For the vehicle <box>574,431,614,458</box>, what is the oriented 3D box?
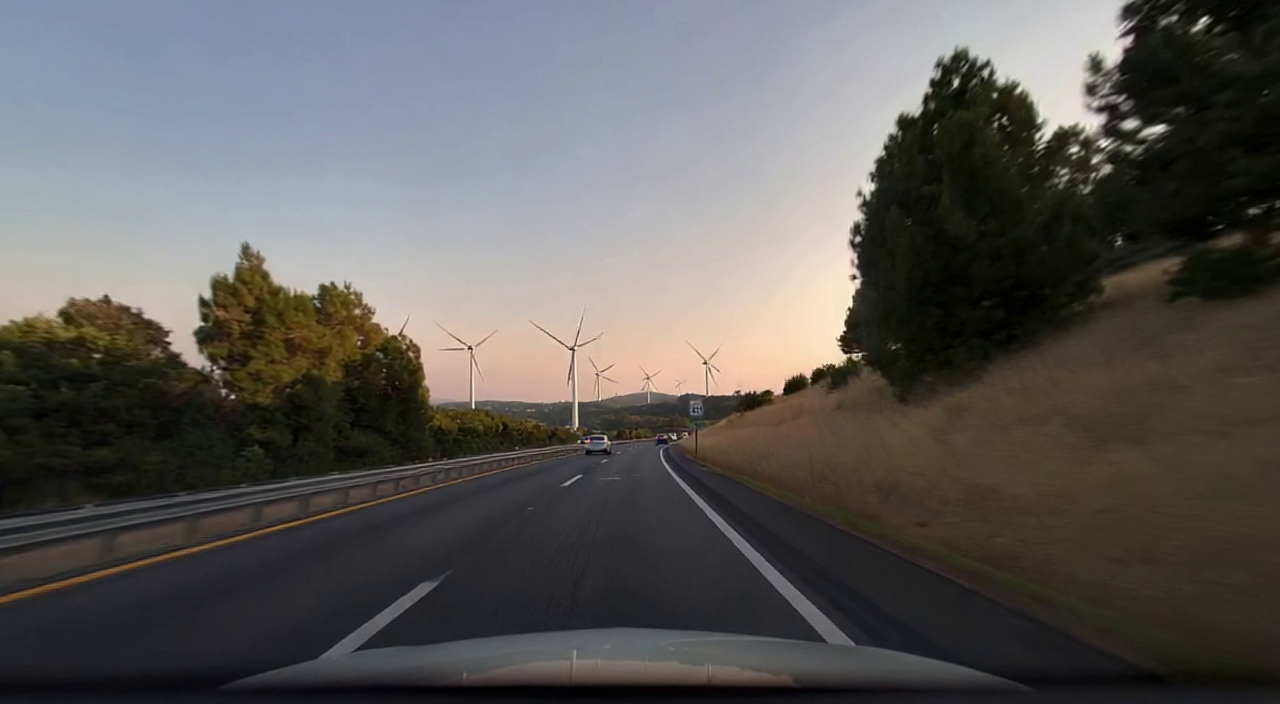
[{"bbox_3d":[-2.845,5.855,40.092,2.123,1.629,4.180,0,-8,1],"label":"vehicle"}]
